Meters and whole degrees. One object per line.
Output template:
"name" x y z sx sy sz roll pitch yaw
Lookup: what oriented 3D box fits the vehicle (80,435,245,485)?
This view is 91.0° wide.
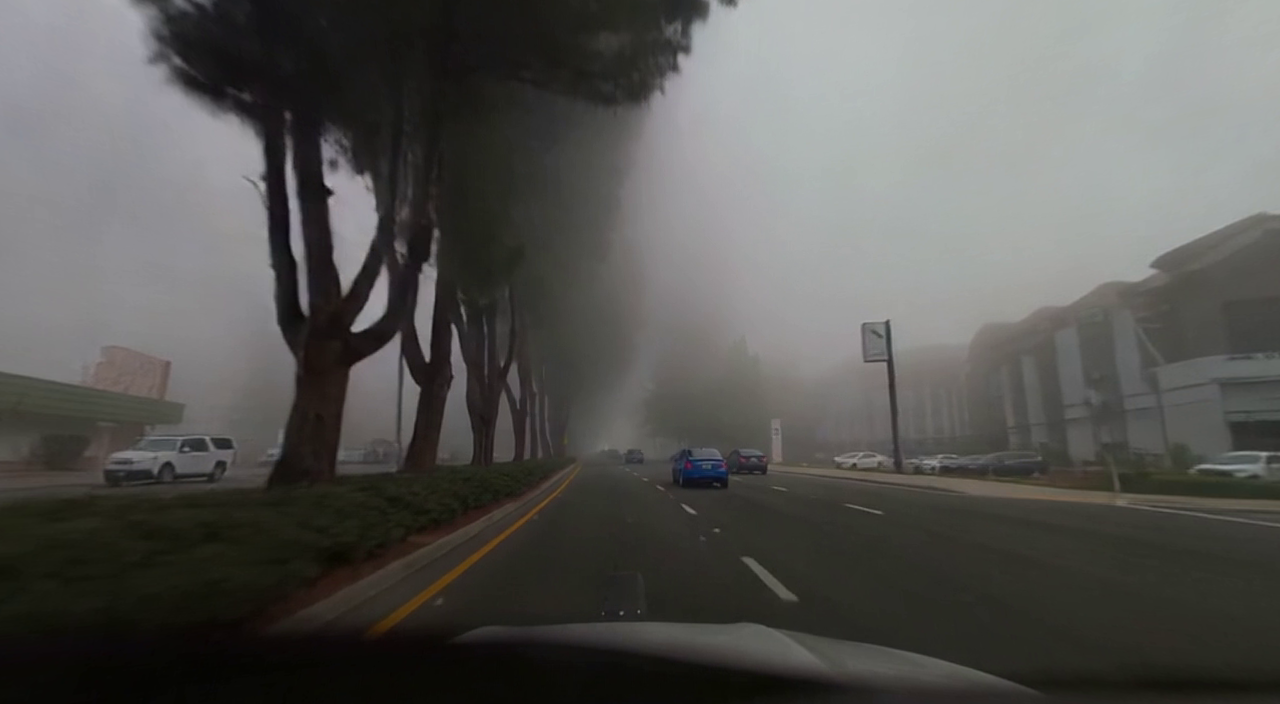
"vehicle" -22.463 5.126 30.219 2.593 2.075 6.841 0 -9 0

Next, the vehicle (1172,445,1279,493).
"vehicle" 21.527 4.055 22.037 4.530 1.551 2.049 2 -9 -14

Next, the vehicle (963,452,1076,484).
"vehicle" 18.792 5.696 31.232 4.646 1.479 2.070 3 -9 -16

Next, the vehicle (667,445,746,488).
"vehicle" 2.392 4.292 23.931 2.256 1.451 4.313 1 -9 -4

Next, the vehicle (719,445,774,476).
"vehicle" 5.629 5.788 33.776 1.886 1.528 4.169 1 -9 -6

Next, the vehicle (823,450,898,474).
"vehicle" 15.123 7.518 43.198 4.486 1.532 1.939 3 -9 -18
